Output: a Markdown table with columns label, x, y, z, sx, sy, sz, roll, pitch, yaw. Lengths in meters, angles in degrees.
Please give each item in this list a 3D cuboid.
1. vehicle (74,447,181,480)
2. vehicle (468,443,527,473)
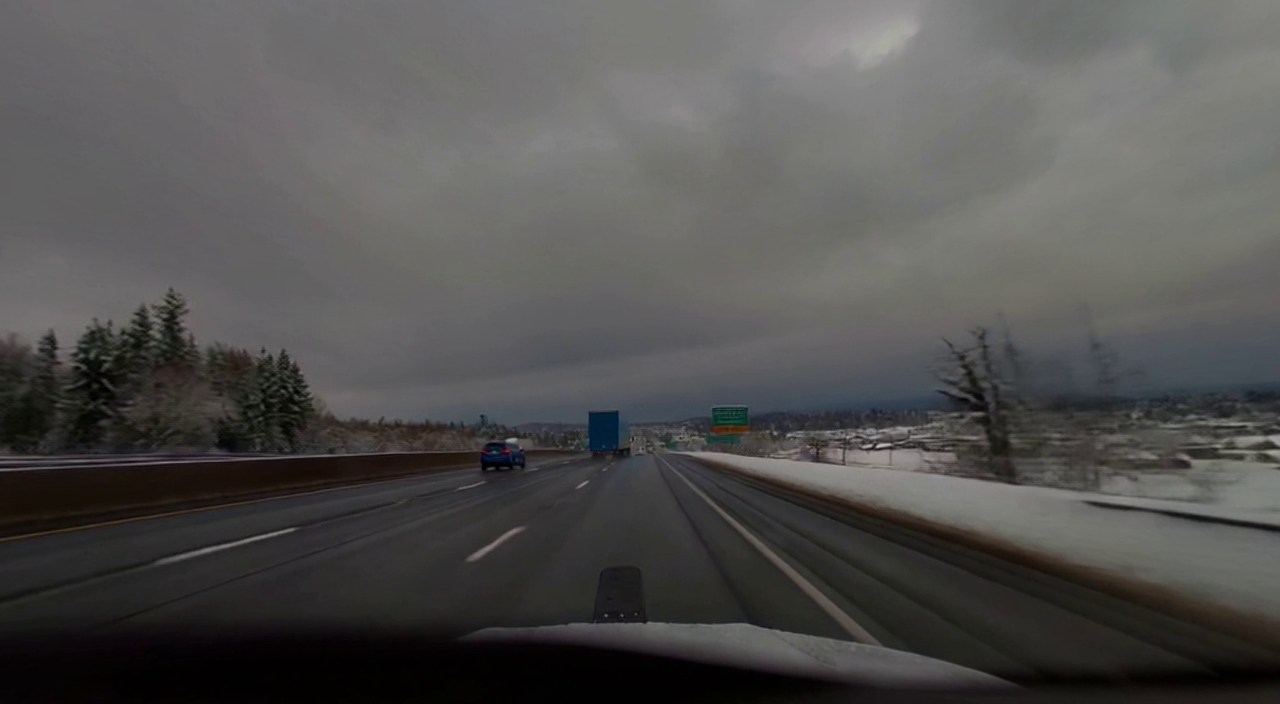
| label | x | y | z | sx | sy | sz | roll | pitch | yaw |
| --- | --- | --- | --- | --- | --- | --- | --- | --- | --- |
| vehicle | -29.026 | 6.301 | 35.792 | 2.059 | 1.718 | 4.643 | 0 | -8 | 1 |
| vehicle | -7.411 | 5.546 | 33.182 | 1.901 | 1.467 | 4.629 | 0 | -8 | 2 |
